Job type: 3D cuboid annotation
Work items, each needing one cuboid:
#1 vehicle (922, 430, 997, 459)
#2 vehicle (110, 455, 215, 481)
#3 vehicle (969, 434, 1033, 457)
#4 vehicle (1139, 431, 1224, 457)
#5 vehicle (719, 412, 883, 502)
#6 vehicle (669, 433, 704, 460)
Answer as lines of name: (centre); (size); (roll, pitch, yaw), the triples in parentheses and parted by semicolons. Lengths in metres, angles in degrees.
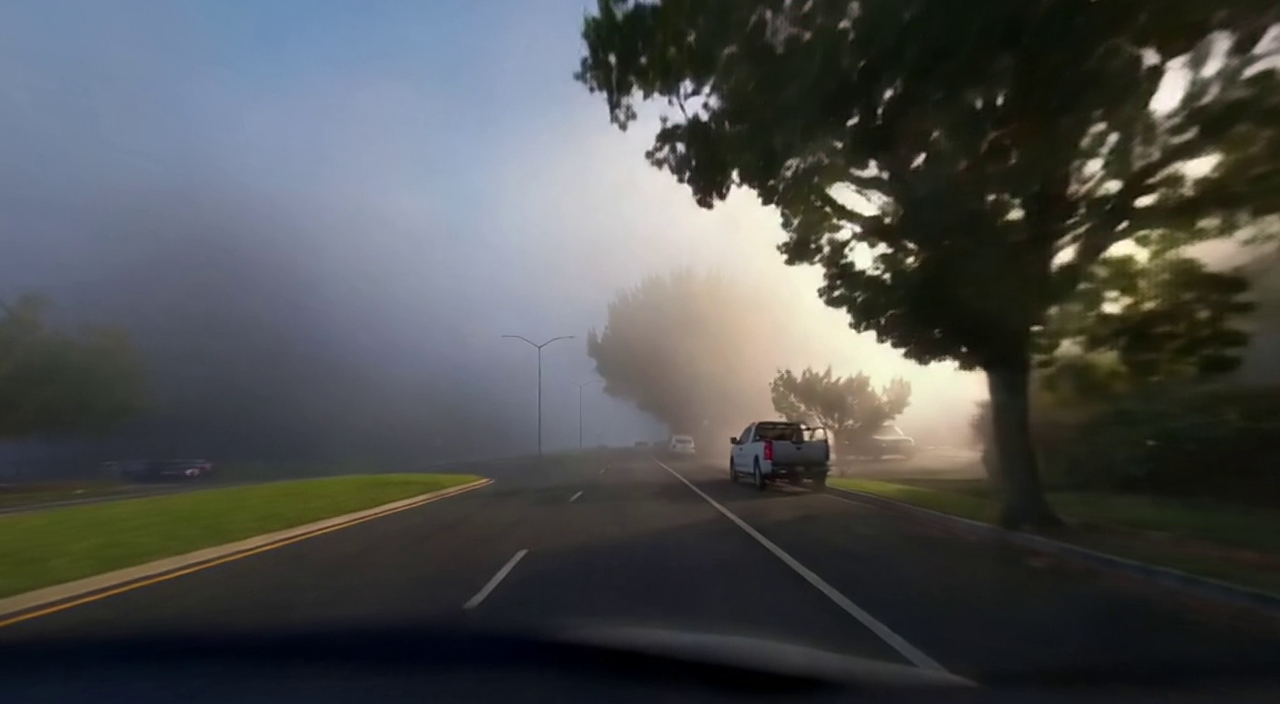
vehicle: (22.310, 6.500, 44.342); (2.313, 1.900, 5.397); (1, -9, -1)
vehicle: (-29.171, 7.090, 38.652); (4.719, 1.433, 1.995); (1, -8, -5)
vehicle: (25.272, 6.590, 44.298); (1.896, 1.538, 4.080); (0, -9, -2)
vehicle: (38.345, 6.518, 44.798); (1.870, 1.514, 4.544); (-6, -7, -1)
vehicle: (3.784, 2.622, 16.217); (2.493, 1.896, 5.433); (0, -8, -4)
vehicle: (3.311, 6.858, 45.762); (2.144, 1.848, 4.159); (0, -8, -1)
